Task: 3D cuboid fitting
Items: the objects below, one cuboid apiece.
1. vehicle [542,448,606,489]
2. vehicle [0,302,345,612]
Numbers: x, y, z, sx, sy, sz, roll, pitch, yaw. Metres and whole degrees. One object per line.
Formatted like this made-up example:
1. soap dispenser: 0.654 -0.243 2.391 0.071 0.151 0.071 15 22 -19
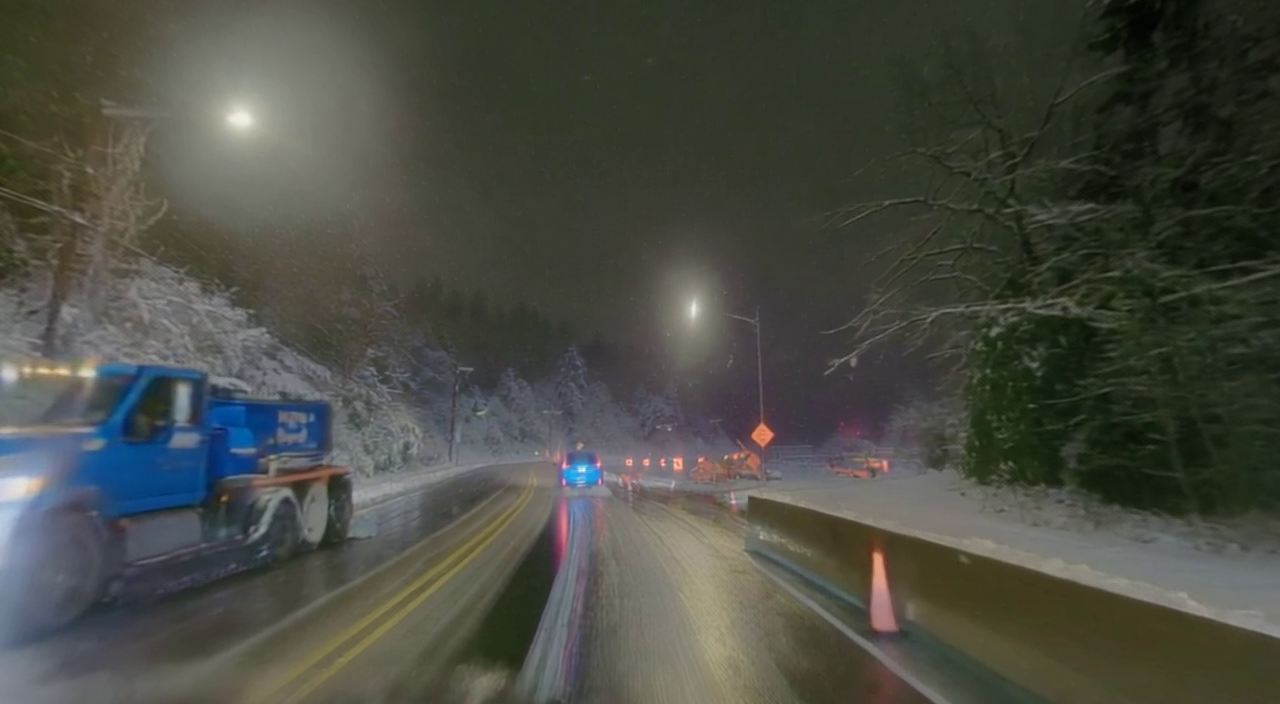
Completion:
1. vehicle: -2.750 4.618 25.405 2.259 1.503 4.075 1 -9 -10
2. vehicle: -5.615 1.149 7.363 2.257 2.597 4.069 0 -9 0
